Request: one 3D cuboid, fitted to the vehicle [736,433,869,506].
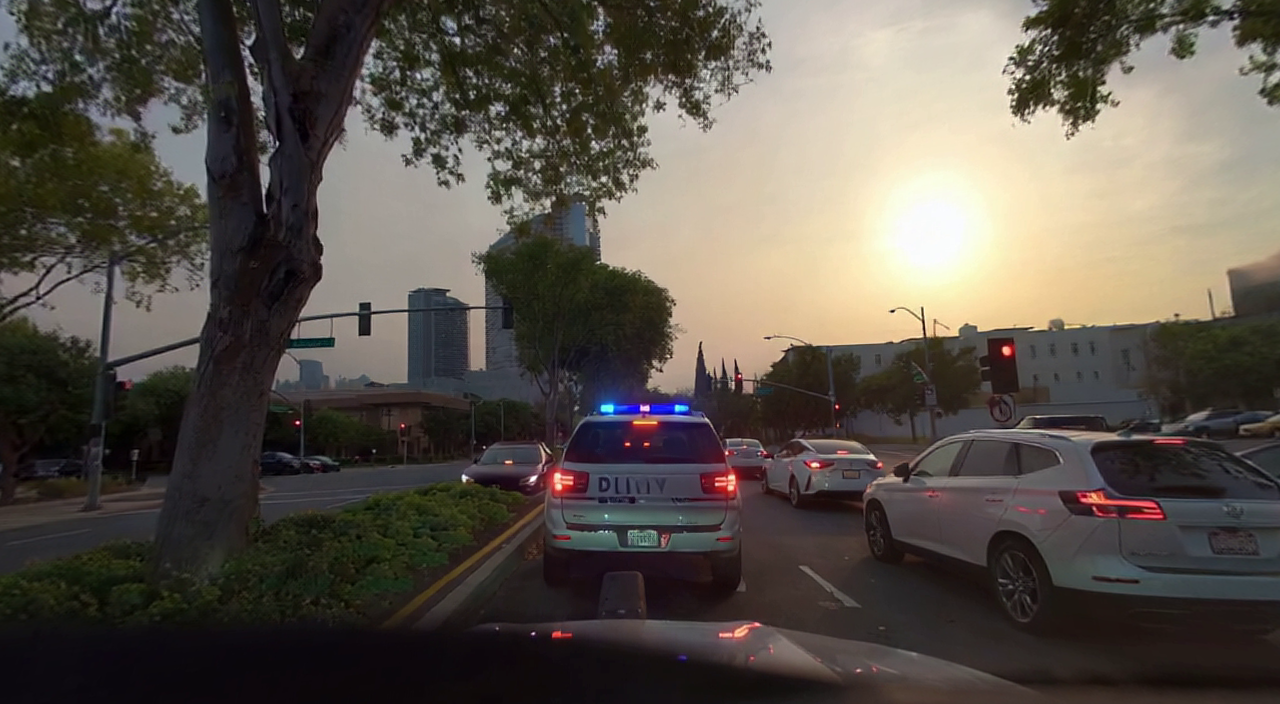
[{"bbox_3d":[3.646,2.709,15.060,1.940,1.474,4.234,0,-8,-1],"label":"vehicle"}]

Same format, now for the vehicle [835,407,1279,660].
[{"bbox_3d":[3.636,1.406,6.073,1.995,1.483,4.533,0,-8,-1],"label":"vehicle"}]

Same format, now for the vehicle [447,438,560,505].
[{"bbox_3d":[-3.311,2.981,16.202,1.913,1.464,4.276,0,-8,0],"label":"vehicle"}]

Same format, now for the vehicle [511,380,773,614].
[{"bbox_3d":[-0.036,1.455,7.269,2.038,1.819,4.505,0,-8,-1],"label":"vehicle"}]
